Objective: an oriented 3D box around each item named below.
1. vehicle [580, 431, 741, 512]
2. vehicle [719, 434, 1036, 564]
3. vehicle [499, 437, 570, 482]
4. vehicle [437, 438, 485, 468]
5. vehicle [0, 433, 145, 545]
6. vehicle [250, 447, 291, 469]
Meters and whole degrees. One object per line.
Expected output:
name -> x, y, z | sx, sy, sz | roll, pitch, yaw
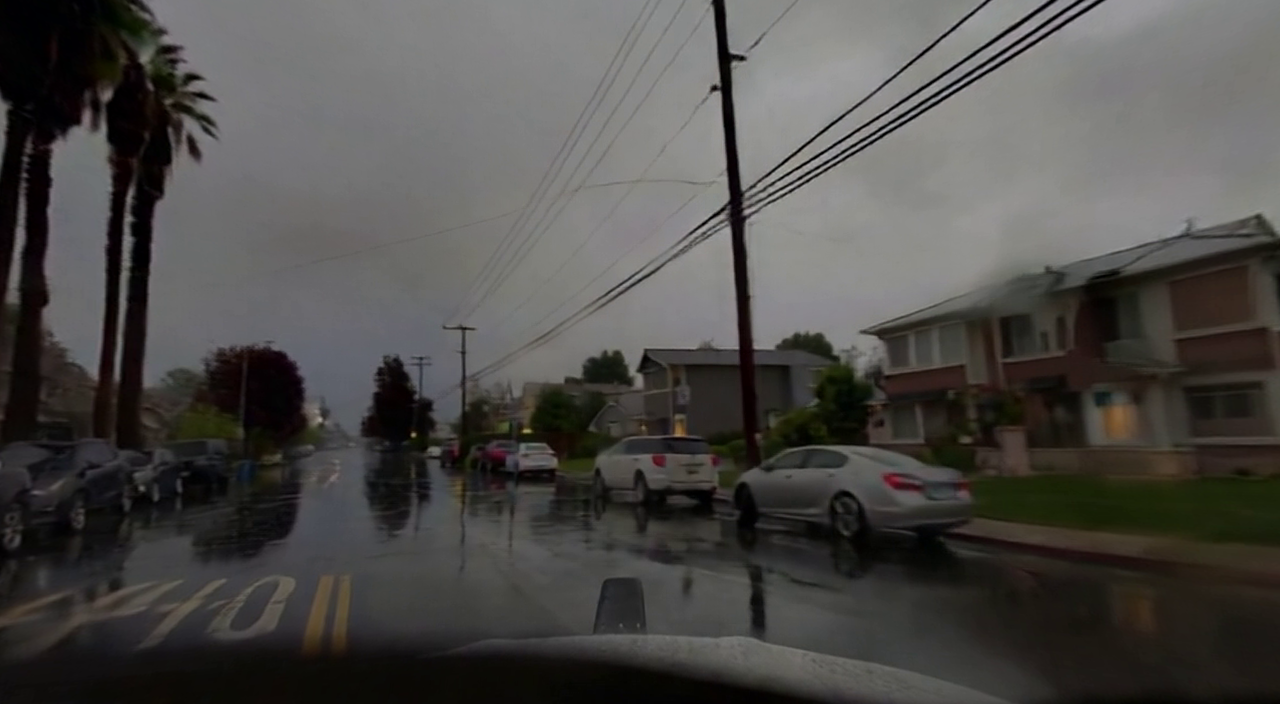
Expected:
vehicle -> 0.300, 2.771, 15.299 | 1.943, 1.623, 4.471 | 4, -9, -27
vehicle -> 3.137, 1.988, 9.502 | 1.786, 1.437, 4.448 | 3, -9, -24
vehicle -> -4.494, 4.419, 26.407 | 1.894, 1.675, 4.294 | 3, -9, -23
vehicle -> -11.912, 6.622, 41.809 | 2.115, 1.826, 4.871 | 4, -9, -26
vehicle -> -11.064, 2.416, 11.814 | 1.919, 1.678, 4.385 | 0, -6, -26
vehicle -> -27.172, 7.755, 46.571 | 2.013, 1.483, 4.645 | 3, -9, -23
